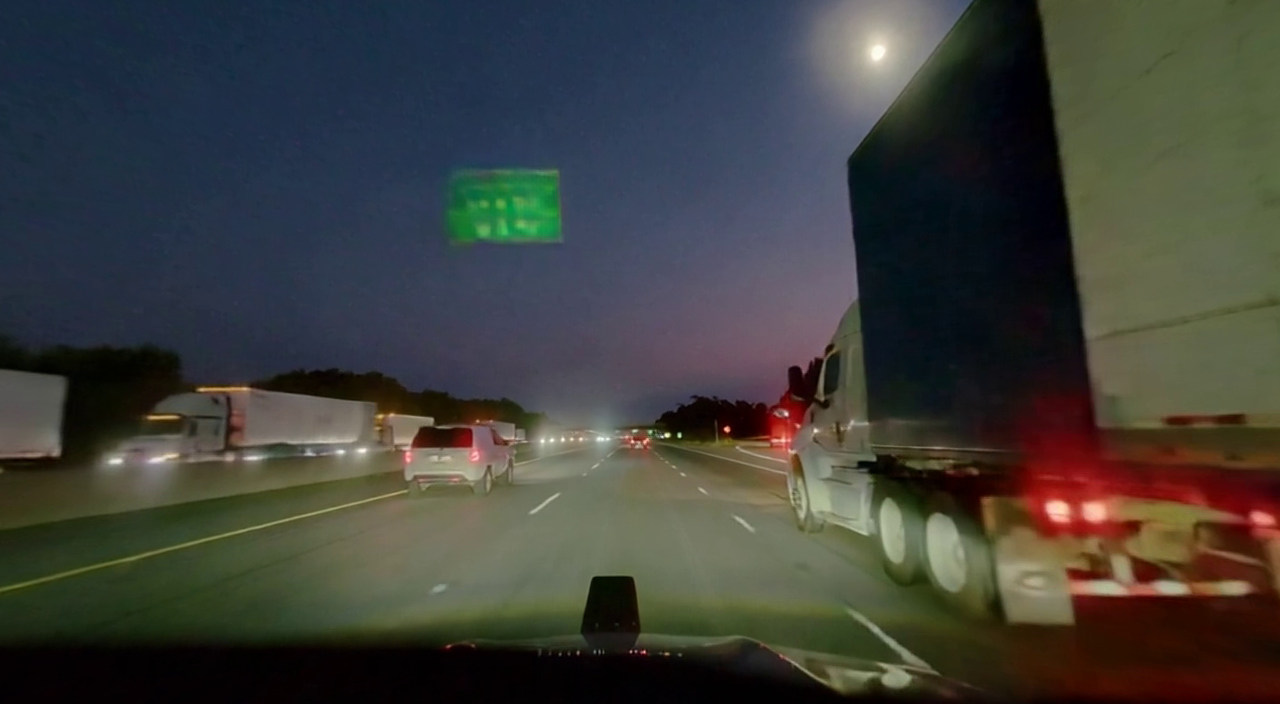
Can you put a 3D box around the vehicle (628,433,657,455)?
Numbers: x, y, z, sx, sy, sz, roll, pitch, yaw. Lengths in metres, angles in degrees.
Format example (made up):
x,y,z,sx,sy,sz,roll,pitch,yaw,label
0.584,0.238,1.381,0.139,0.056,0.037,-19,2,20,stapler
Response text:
x,y,z,sx,sy,sz,roll,pitch,yaw,label
0.164,6.839,46.692,2.051,1.528,4.265,0,-8,-1,vehicle

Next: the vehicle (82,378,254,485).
x,y,z,sx,sy,sz,roll,pitch,yaw,label
-19.544,3.336,26.526,3.070,4.049,5.097,0,-8,-1,vehicle

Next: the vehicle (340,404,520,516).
x,y,z,sx,sy,sz,roll,pitch,yaw,label
-4.007,2.144,13.068,2.115,1.887,4.721,0,-8,0,vehicle

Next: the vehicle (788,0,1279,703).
x,y,z,sx,sy,sz,roll,pitch,yaw,label
3.565,-0.060,5.522,3.024,4.287,5.601,1,-7,-1,vehicle

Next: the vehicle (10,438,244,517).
x,y,z,sx,sy,sz,roll,pitch,yaw,label
-11.083,2.672,14.057,1.891,1.475,3.958,0,-8,0,vehicle
